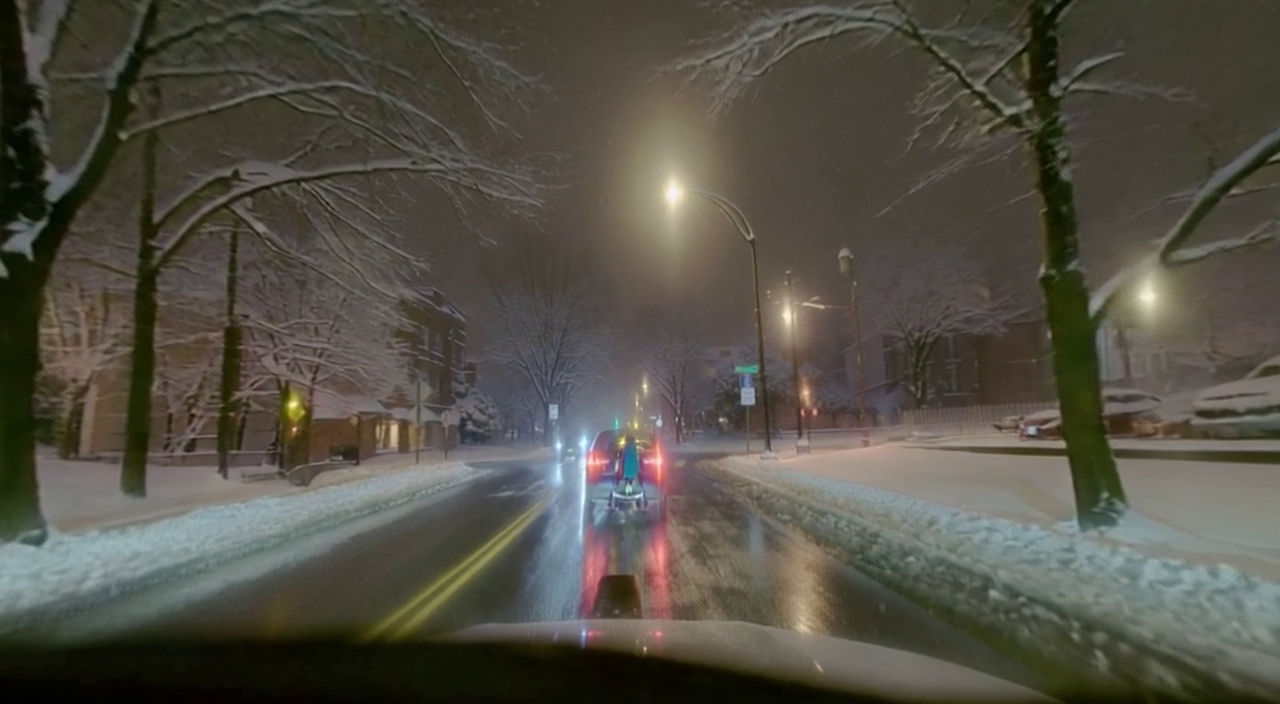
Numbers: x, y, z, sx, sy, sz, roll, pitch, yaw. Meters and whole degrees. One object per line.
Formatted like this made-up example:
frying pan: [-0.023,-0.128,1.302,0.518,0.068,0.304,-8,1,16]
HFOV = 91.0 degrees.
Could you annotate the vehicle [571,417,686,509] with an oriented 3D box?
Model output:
vehicle: [-0.199,2.364,13.783,2.142,1.686,3.816,-1,-8,1]

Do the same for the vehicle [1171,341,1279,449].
vehicle: [13.001,0.823,11.825,3.937,1.876,2.045,-3,-9,8]

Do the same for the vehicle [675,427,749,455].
vehicle: [4.502,5.556,39.185,4.401,1.651,1.966,-2,-8,11]
